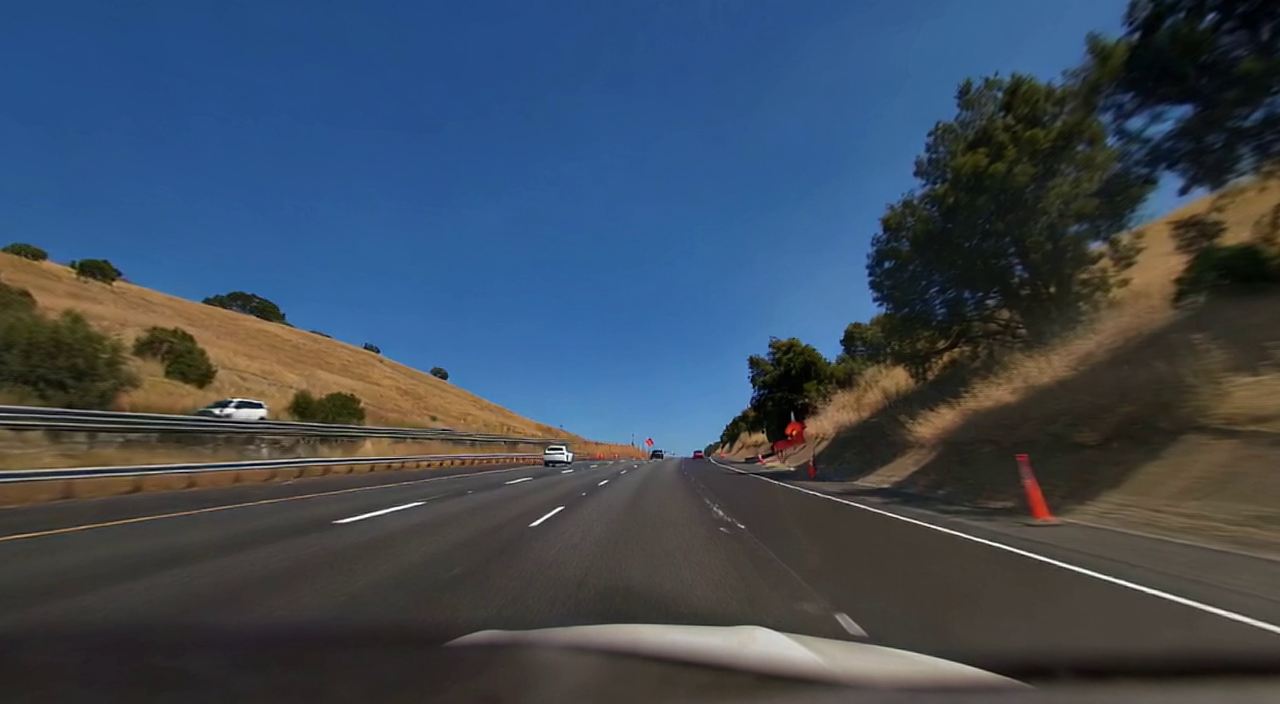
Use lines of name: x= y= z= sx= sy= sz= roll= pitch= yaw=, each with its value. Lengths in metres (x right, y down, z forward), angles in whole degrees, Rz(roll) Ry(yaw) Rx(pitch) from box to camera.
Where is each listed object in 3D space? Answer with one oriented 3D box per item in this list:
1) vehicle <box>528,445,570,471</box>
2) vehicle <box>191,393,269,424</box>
vehicle: x=-5.953 y=6.970 z=41.528 sx=2.042 sy=1.585 sz=4.162 roll=0 pitch=-9 yaw=1
vehicle: x=-25.654 y=3.623 z=39.623 sx=1.820 sy=1.683 sz=4.493 roll=-1 pitch=-9 yaw=1
